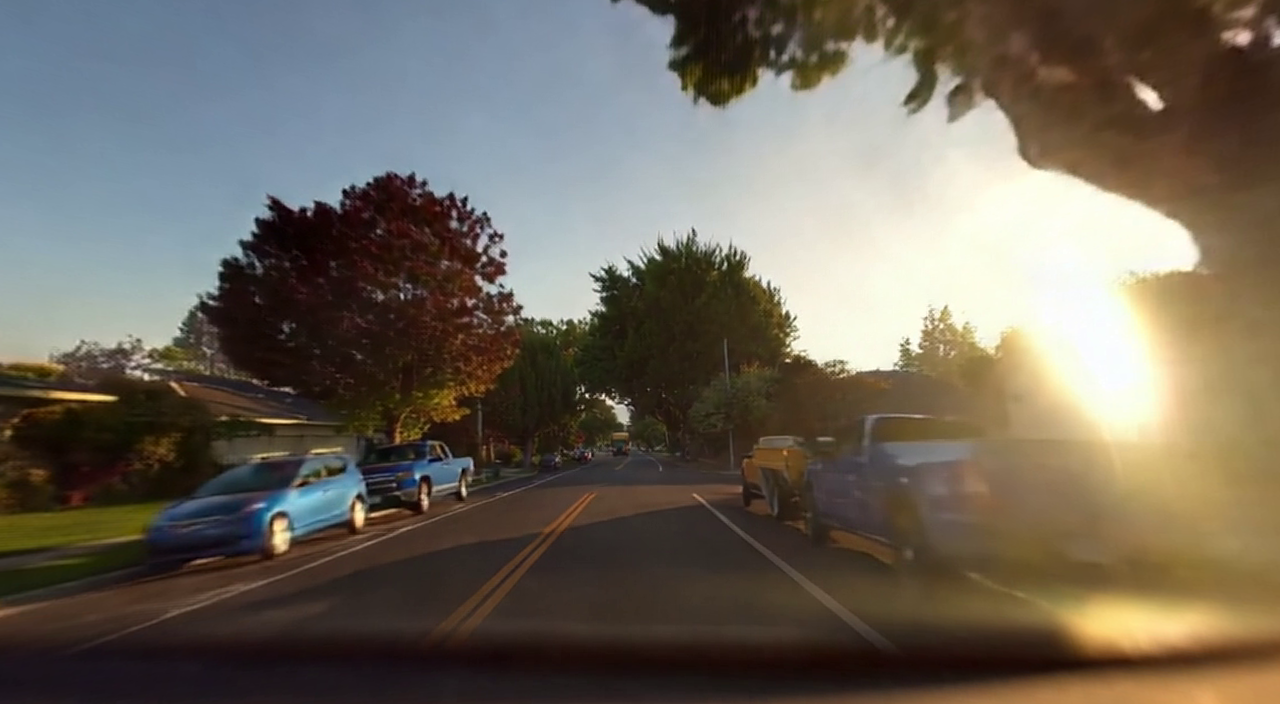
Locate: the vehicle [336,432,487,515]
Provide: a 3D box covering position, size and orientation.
[{"bbox_3d":[-6.532,3.540,19.025,2.302,2.059,5.758,-1,-9,1],"label":"vehicle"}]

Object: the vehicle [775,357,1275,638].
[{"bbox_3d":[3.443,1.492,7.565,2.332,2.044,5.695,0,-9,0],"label":"vehicle"}]

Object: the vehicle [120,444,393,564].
[{"bbox_3d":[-6.860,2.714,12.260,2.005,1.785,5.179,-1,-9,0],"label":"vehicle"}]
